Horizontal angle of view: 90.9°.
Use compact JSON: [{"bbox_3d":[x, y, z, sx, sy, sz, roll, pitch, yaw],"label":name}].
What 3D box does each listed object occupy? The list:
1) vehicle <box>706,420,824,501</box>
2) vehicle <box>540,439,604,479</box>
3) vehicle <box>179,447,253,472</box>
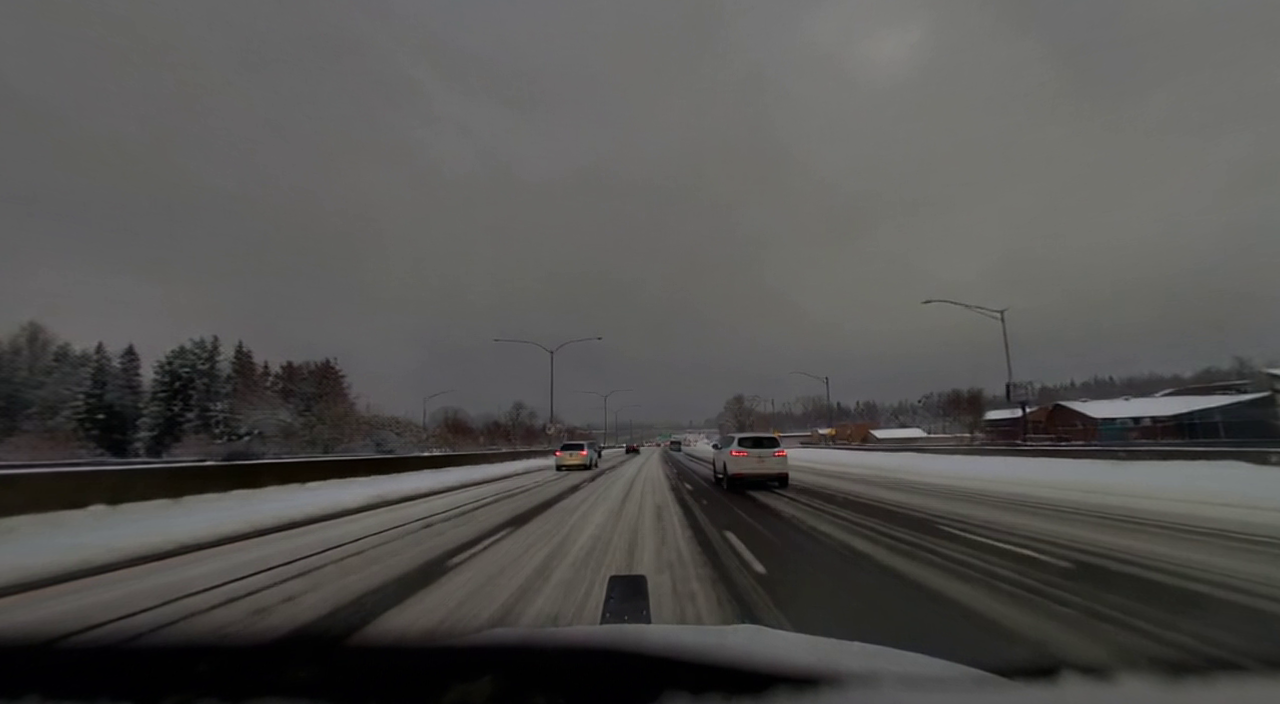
[{"bbox_3d":[3.130,2.847,16.927,2.148,1.852,4.835,0,-8,0],"label":"vehicle"},{"bbox_3d":[-2.851,4.617,27.492,2.080,1.542,4.718,-1,-8,2],"label":"vehicle"},{"bbox_3d":[-25.522,6.460,38.103,1.912,1.456,3.591,0,-9,0],"label":"vehicle"}]
